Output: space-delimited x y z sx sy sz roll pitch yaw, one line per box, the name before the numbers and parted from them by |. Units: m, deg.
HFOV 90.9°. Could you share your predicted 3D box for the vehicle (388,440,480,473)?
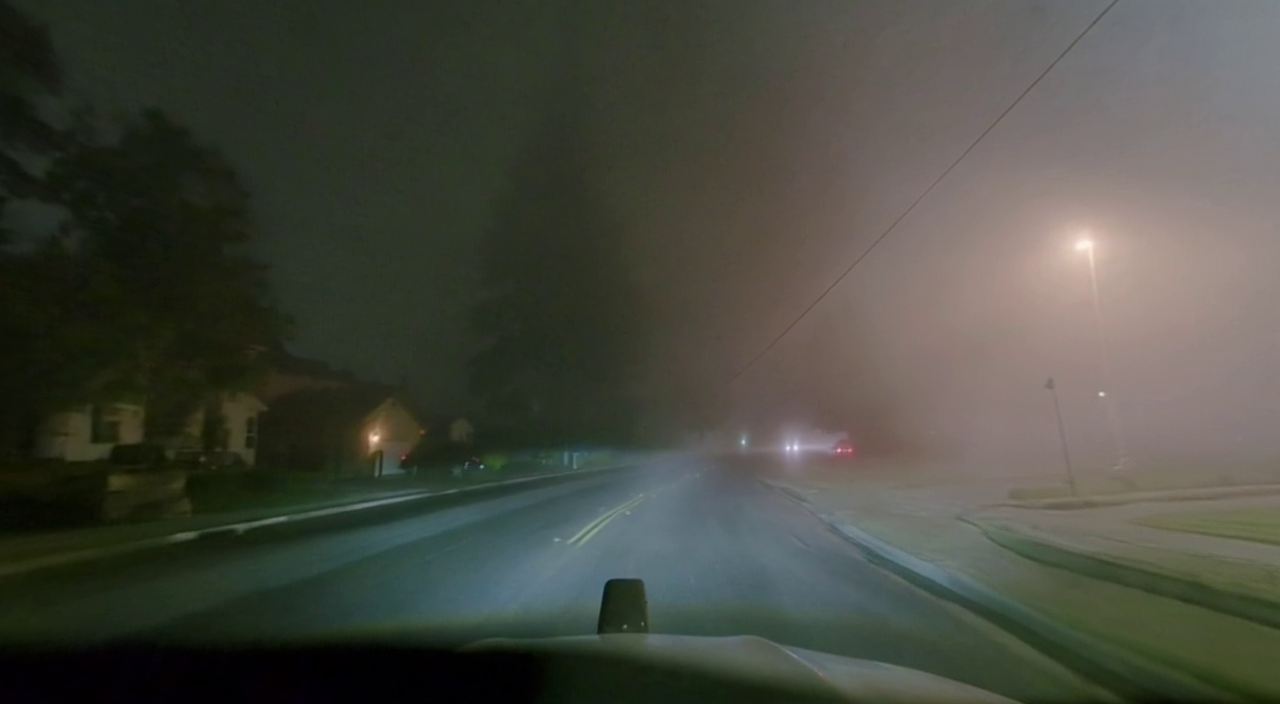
vehicle | -11.008 5.625 34.036 4.485 1.663 2.111 2 -9 -14
